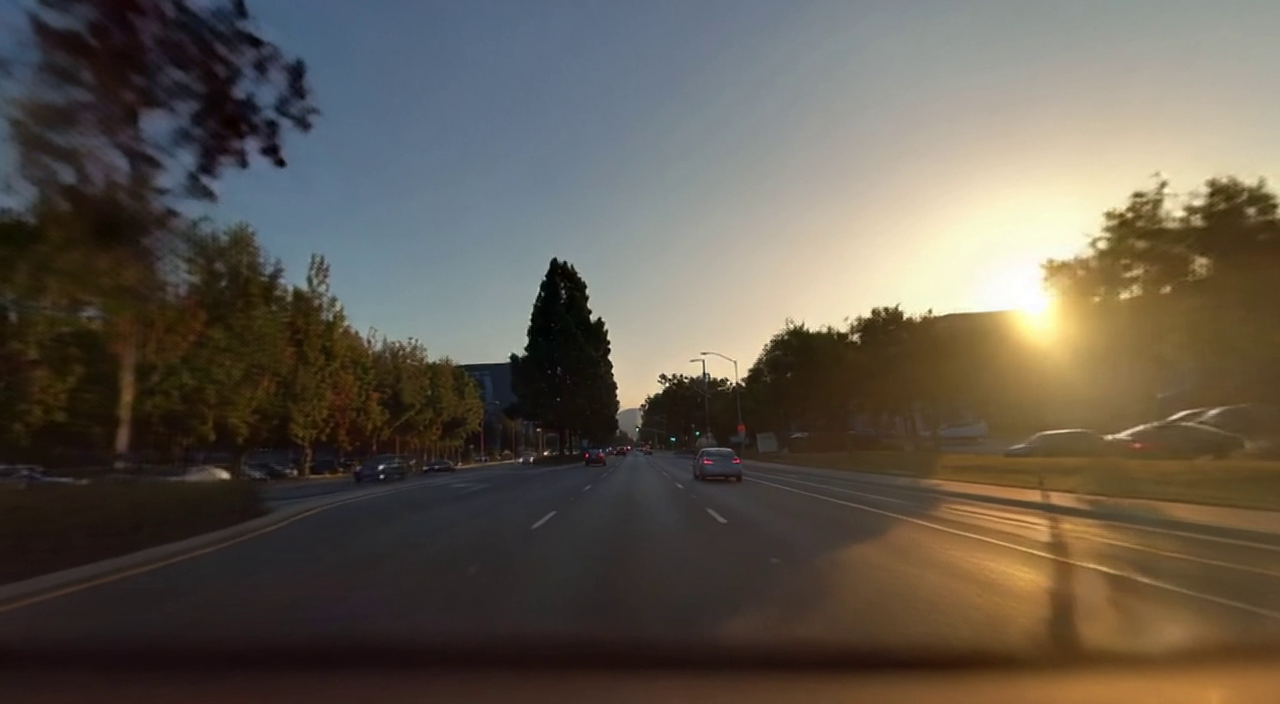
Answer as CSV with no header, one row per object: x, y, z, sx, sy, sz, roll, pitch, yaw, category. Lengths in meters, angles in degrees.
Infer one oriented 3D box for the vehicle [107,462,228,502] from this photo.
-24.931,6.822,33.515,2.025,1.792,4.643,-7,-11,37,vehicle

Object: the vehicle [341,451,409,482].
-16.125,6.954,38.756,2.093,1.709,4.952,0,-9,-1,vehicle

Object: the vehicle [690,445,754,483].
3.348,4.645,26.511,1.966,1.449,4.290,0,-9,-2,vehicle
